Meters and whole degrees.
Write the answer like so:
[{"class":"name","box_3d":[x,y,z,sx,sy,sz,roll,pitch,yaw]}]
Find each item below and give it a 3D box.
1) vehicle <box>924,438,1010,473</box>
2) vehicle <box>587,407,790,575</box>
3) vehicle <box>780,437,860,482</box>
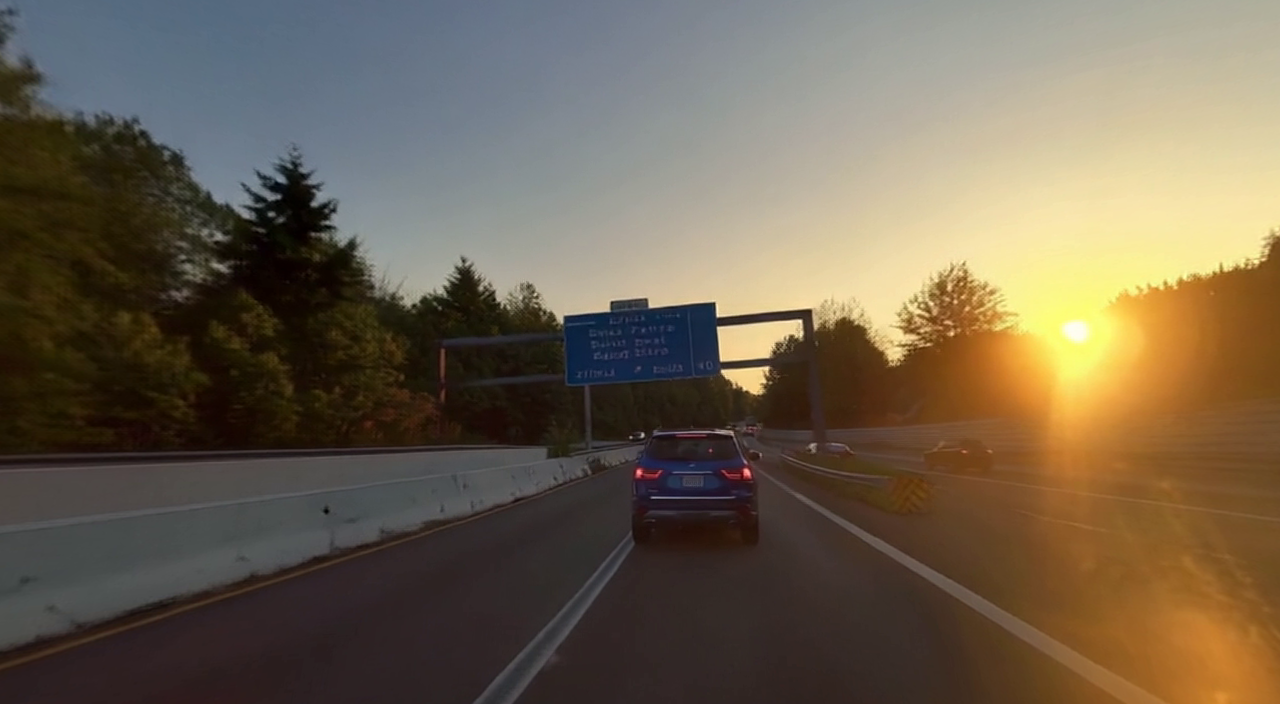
[{"class":"vehicle","box_3d":[14.917,4.724,29.046,1.990,1.478,4.475,-1,-8,7]},{"class":"vehicle","box_3d":[0.715,1.682,8.393,2.021,1.635,4.085,-1,-8,7]},{"class":"vehicle","box_3d":[6.456,3.883,23.100,1.962,1.442,4.536,-1,-8,5]}]
